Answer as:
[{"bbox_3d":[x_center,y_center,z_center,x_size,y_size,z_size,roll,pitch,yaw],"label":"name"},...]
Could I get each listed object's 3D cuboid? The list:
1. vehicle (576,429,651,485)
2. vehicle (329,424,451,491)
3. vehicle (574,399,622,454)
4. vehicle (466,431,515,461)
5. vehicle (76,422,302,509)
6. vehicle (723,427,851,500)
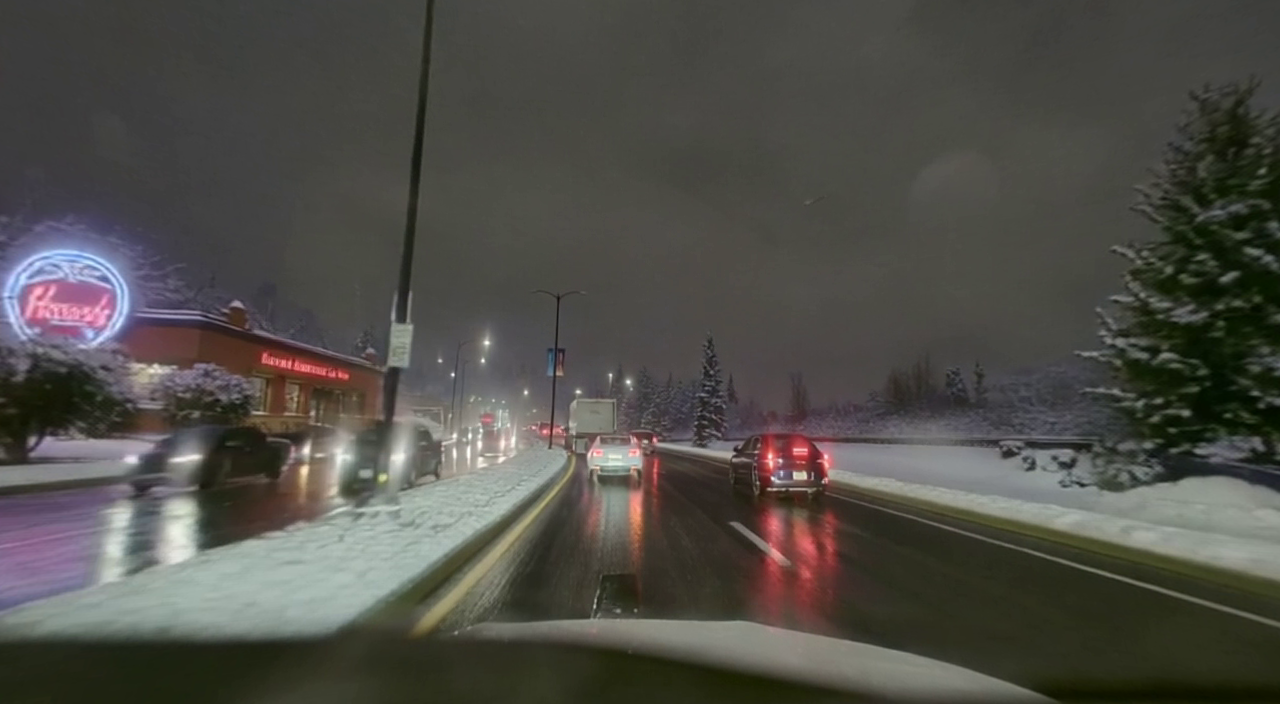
[{"bbox_3d":[-0.839,3.029,18.600,1.991,1.472,3.518,1,-8,-4],"label":"vehicle"},{"bbox_3d":[-6.768,2.871,17.578,1.966,1.616,4.038,1,-8,-4],"label":"vehicle"},{"bbox_3d":[-3.068,5.253,43.973,2.917,3.482,6.946,1,-8,-7],"label":"vehicle"},{"bbox_3d":[-8.229,5.177,35.033,2.007,1.532,4.266,1,-8,-5],"label":"vehicle"},{"bbox_3d":[-9.837,2.474,14.312,2.091,1.642,4.299,0,-8,-3],"label":"vehicle"},{"bbox_3d":[3.310,2.568,15.012,1.889,1.480,3.876,1,-8,-4],"label":"vehicle"}]
